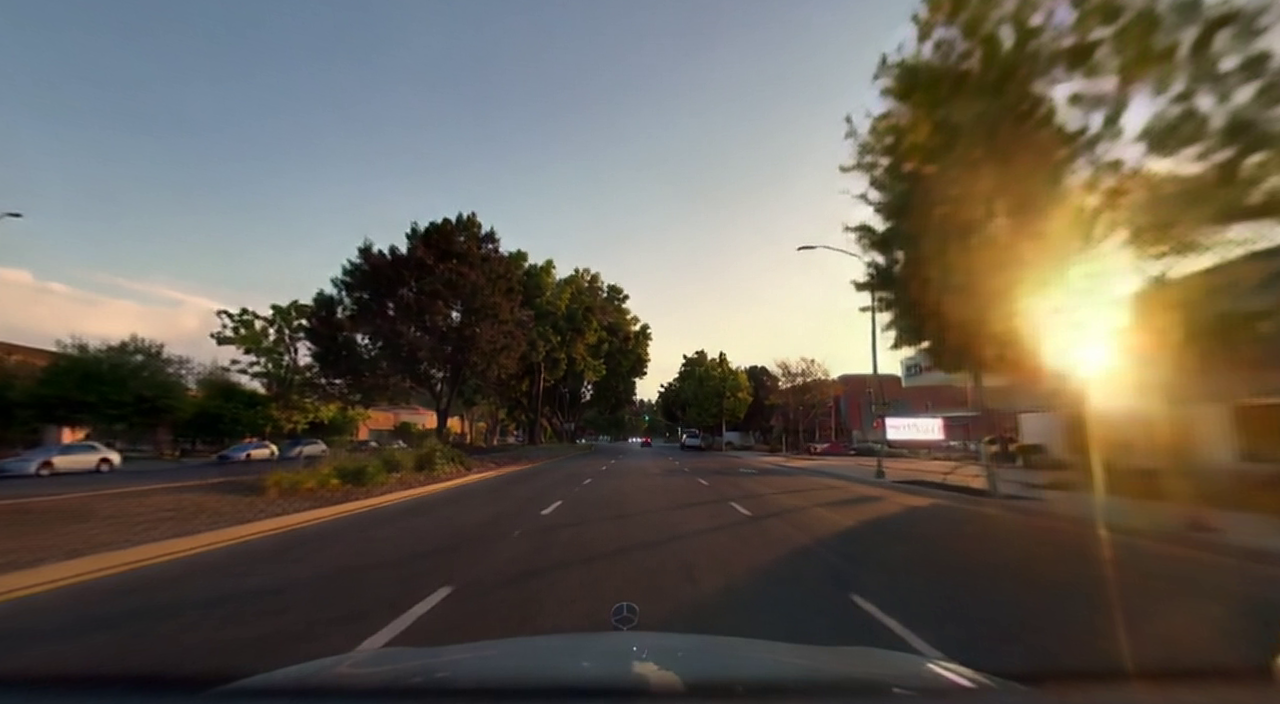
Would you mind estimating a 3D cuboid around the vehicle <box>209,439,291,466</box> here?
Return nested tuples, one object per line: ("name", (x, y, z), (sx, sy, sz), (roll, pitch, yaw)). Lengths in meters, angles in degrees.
("vehicle", (-22.432, 5.784, 36.522), (1.846, 1.452, 4.484), (-1, -8, 0))

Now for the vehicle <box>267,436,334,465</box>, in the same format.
("vehicle", (-22.335, 6.530, 41.718), (1.902, 1.609, 4.689), (-6, -9, -1))

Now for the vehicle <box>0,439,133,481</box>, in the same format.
("vehicle", (-22.258, 4.077, 24.256), (1.771, 1.445, 4.321), (-1, -8, 4))
